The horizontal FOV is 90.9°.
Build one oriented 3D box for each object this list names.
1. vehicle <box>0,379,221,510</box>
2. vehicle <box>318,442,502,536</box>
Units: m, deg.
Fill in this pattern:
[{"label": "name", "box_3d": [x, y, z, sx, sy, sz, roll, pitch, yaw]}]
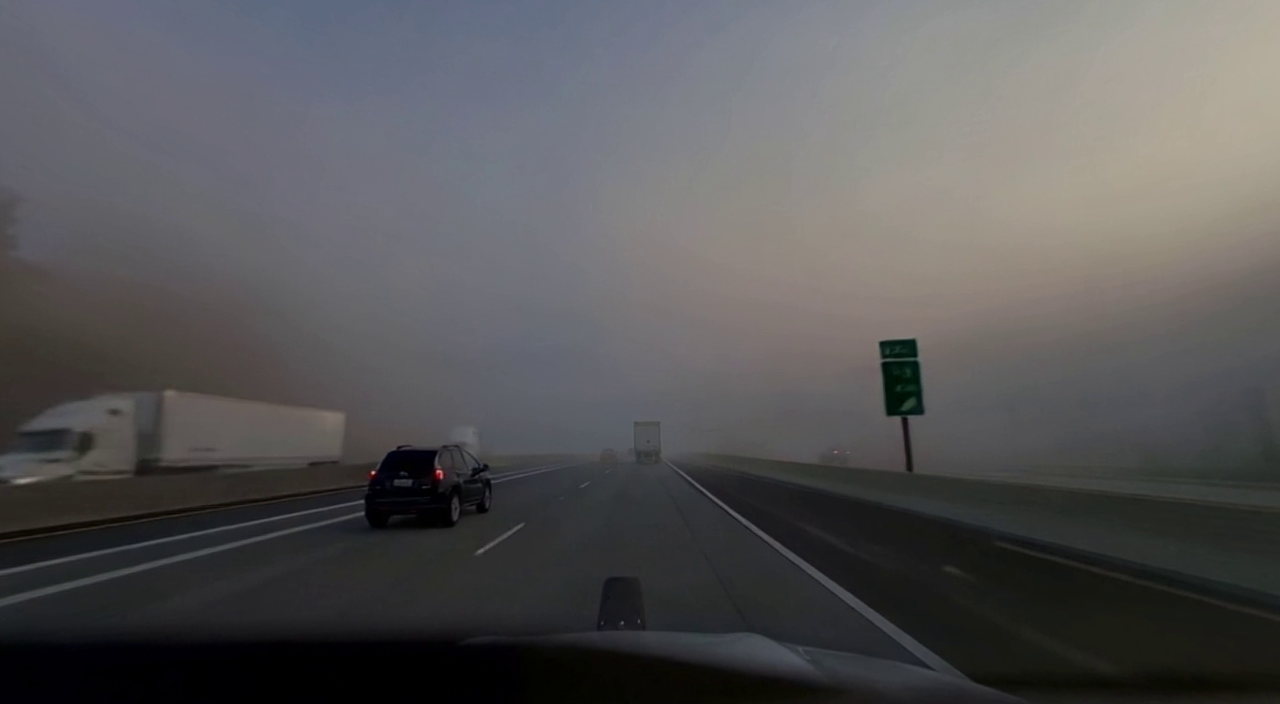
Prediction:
[{"label": "vehicle", "box_3d": [-17.559, 3.062, 20.953, 2.974, 3.730, 5.926, 0, -9, 0]}, {"label": "vehicle", "box_3d": [-4.127, 2.502, 12.146, 1.945, 1.488, 4.043, 0, -9, 1]}]
